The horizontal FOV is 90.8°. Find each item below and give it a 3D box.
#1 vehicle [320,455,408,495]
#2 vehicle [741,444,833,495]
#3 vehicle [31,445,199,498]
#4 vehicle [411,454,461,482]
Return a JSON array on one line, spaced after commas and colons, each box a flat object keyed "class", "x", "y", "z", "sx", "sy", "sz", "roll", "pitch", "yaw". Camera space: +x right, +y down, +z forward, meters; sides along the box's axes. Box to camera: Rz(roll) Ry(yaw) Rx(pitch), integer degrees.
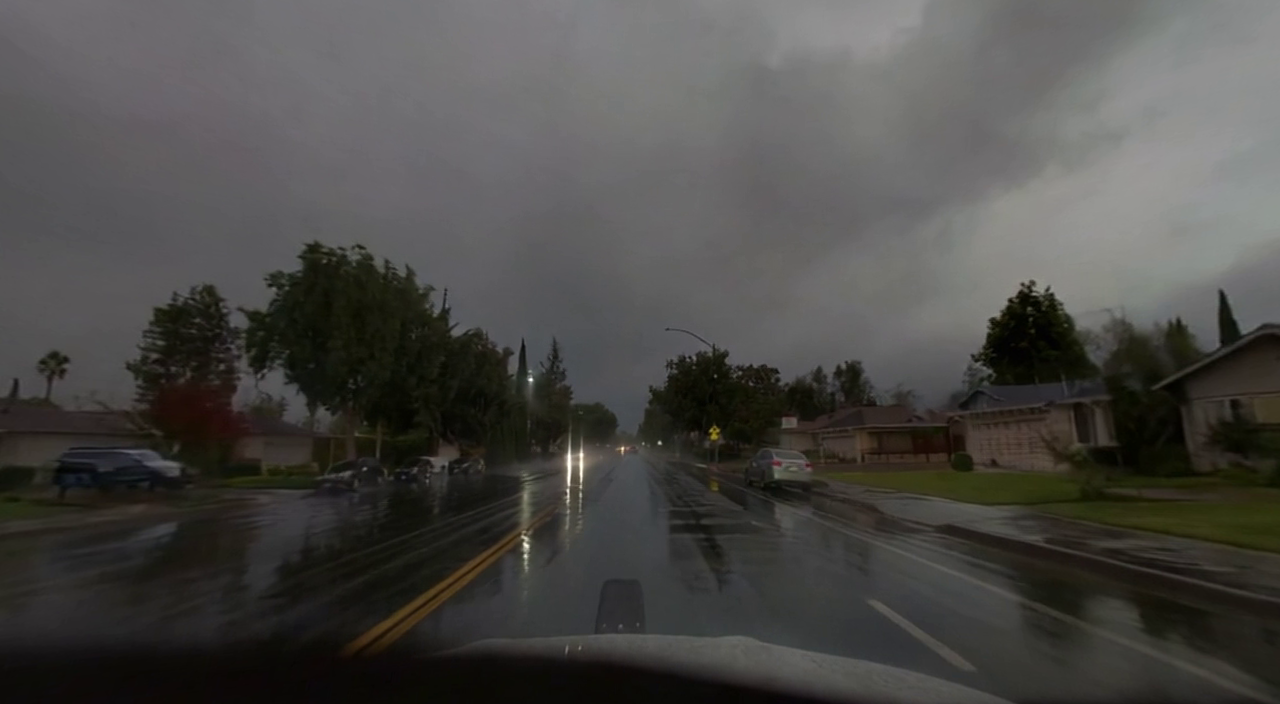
[{"class": "vehicle", "x": -12.311, "y": 5.495, "z": 28.529, "sx": 1.940, "sy": 1.452, "sz": 4.485, "roll": -3, "pitch": -9, "yaw": 0}, {"class": "vehicle", "x": 4.700, "y": 3.815, "z": 20.945, "sx": 1.925, "sy": 1.482, "sz": 4.746, "roll": 0, "pitch": -8, "yaw": 0}, {"class": "vehicle", "x": -19.959, "y": 4.514, "z": 24.204, "sx": 4.461, "sy": 1.886, "sz": 2.072, "roll": 0, "pitch": -8, "yaw": -1}, {"class": "vehicle", "x": -12.660, "y": 7.193, "z": 39.478, "sx": 1.775, "sy": 1.516, "sz": 4.304, "roll": -3, "pitch": -8, "yaw": -1}]
